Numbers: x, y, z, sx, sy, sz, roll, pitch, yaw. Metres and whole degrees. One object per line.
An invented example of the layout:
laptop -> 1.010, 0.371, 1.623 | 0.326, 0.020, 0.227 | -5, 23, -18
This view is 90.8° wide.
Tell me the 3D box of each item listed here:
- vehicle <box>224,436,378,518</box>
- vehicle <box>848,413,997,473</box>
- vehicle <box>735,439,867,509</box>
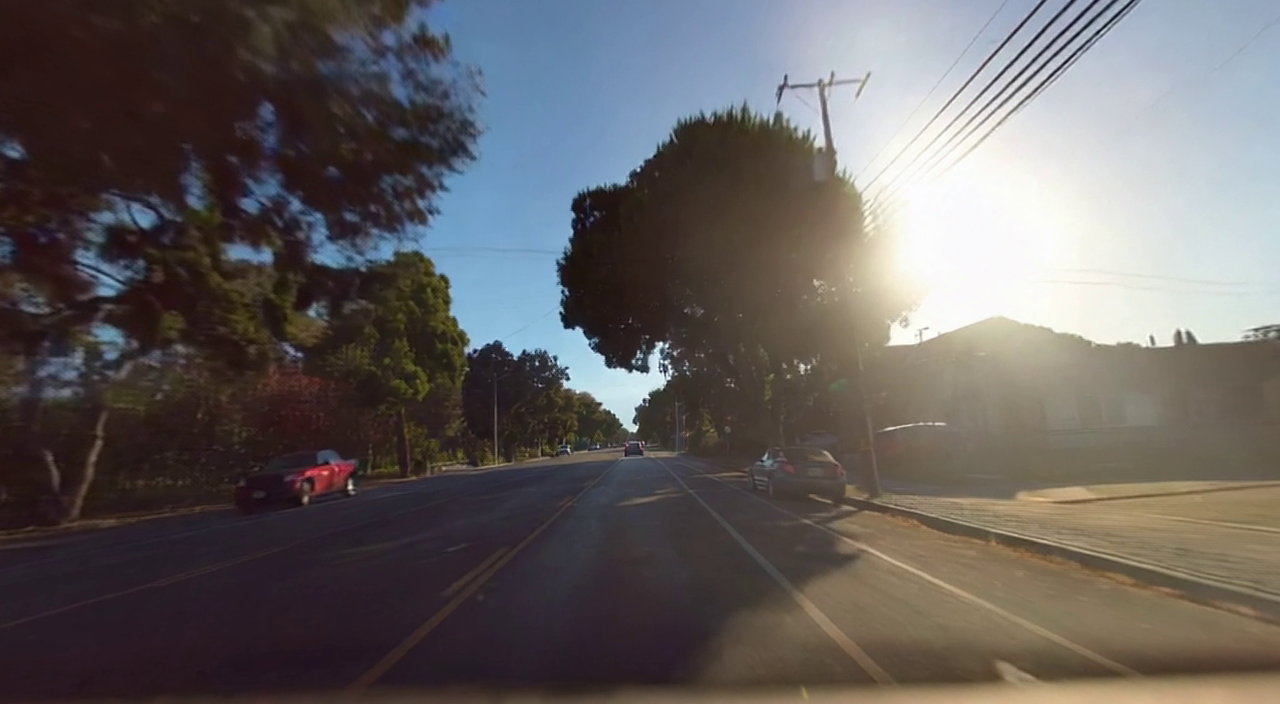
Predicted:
vehicle -> -10.958, 4.013, 20.987 | 2.111, 2.050, 5.328 | -8, -8, 0
vehicle -> 10.847, 3.515, 24.424 | 4.709, 1.743, 1.965 | -5, -8, -8
vehicle -> 3.901, 3.021, 16.205 | 2.167, 1.535, 4.464 | 0, -8, -1
